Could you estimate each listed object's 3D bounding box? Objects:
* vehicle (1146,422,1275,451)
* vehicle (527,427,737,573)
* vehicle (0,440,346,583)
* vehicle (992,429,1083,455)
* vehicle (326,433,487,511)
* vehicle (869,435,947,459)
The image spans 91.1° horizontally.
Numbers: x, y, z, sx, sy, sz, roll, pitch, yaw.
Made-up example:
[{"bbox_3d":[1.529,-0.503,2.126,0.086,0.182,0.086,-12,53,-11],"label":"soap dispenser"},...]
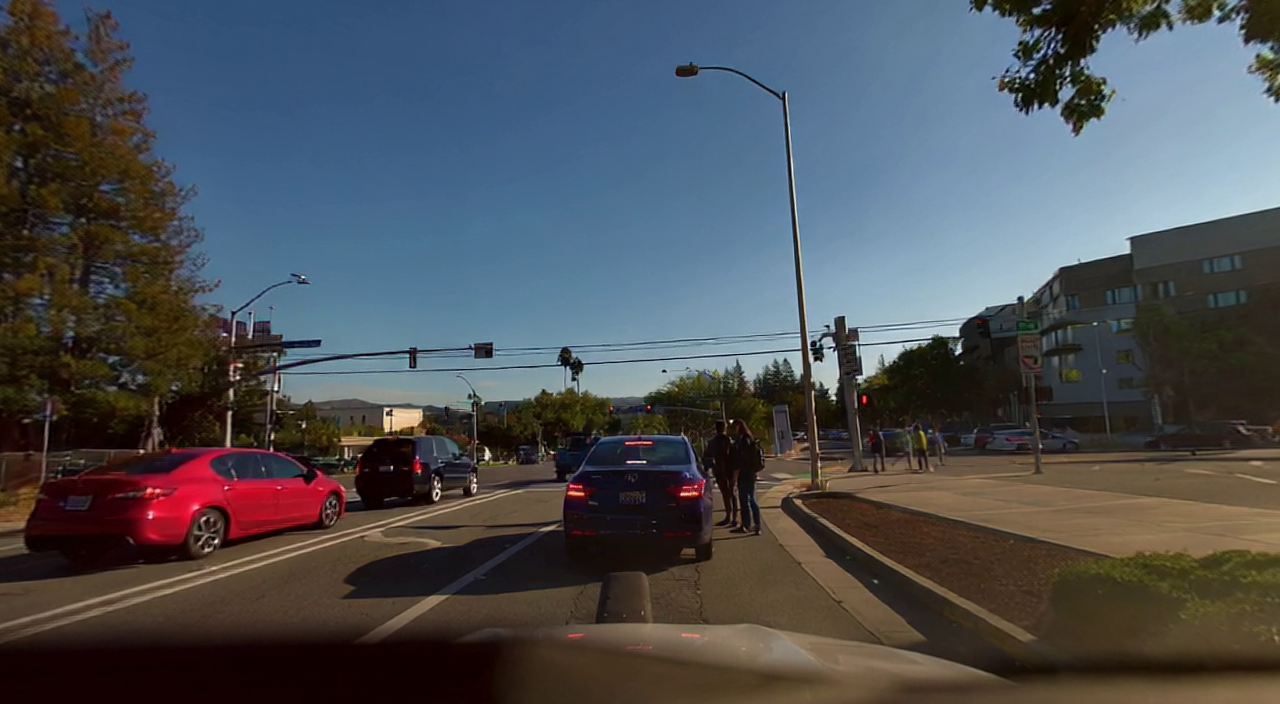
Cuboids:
[{"bbox_3d":[30.517,4.602,33.806,4.739,1.472,1.804,-5,-10,30],"label":"vehicle"},{"bbox_3d":[-0.053,1.858,8.678,2.182,1.501,4.150,0,-9,1],"label":"vehicle"},{"bbox_3d":[-6.327,2.064,9.036,1.948,1.530,4.283,0,-9,3],"label":"vehicle"},{"bbox_3d":[23.814,5.437,37.753,4.454,1.440,1.816,-5,-10,30],"label":"vehicle"},{"bbox_3d":[-6.154,3.219,17.464,2.230,1.811,5.183,-1,-9,3],"label":"vehicle"},{"bbox_3d":[17.523,6.214,41.142,4.441,1.452,1.798,-5,-10,30],"label":"vehicle"}]
